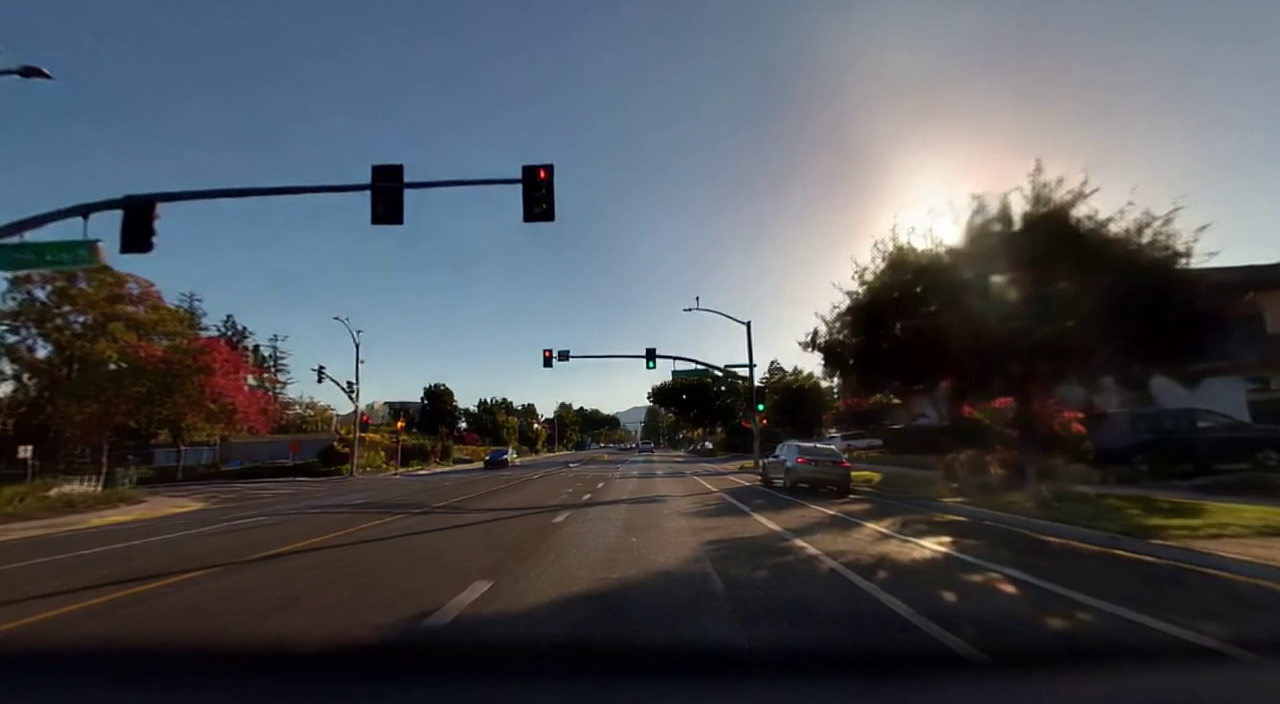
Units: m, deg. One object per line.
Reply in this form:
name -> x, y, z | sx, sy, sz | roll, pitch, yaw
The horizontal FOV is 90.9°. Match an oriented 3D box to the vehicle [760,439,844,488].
vehicle -> 5.673, 3.936, 22.582 | 1.950, 1.567, 4.083 | 0, -8, 1

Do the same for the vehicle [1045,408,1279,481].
vehicle -> 13.319, 2.361, 16.055 | 4.474, 1.710, 2.148 | 0, -8, 1

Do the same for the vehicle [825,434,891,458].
vehicle -> 14.870, 6.419, 43.174 | 3.769, 1.598, 1.987 | 0, -8, 1
